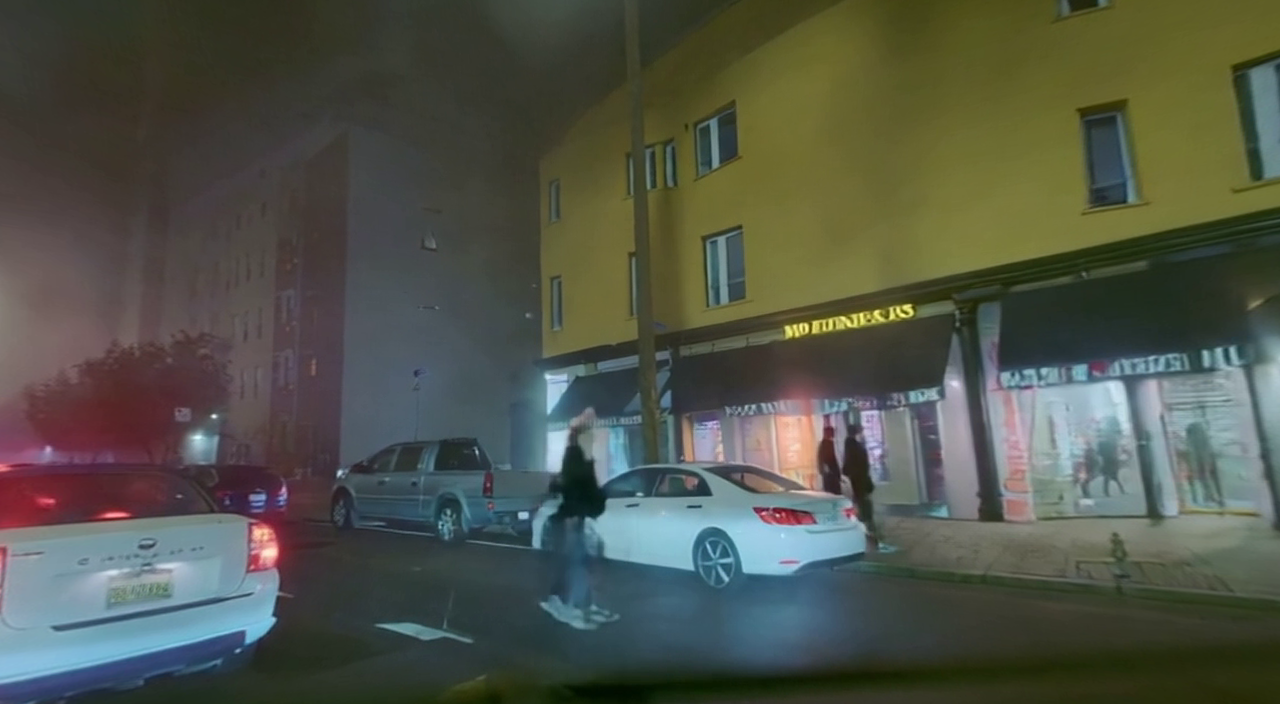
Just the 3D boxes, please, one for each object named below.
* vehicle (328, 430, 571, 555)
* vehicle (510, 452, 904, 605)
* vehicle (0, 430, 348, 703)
[{"bbox_3d":[-3.612,2.424,11.653,4.580,1.853,1.862,-7,-11,36],"label":"vehicle"},{"bbox_3d":[0.668,2.064,8.338,4.830,1.421,1.826,-6,-10,35],"label":"vehicle"},{"bbox_3d":[-4.033,1.320,4.372,4.330,1.458,1.932,-7,-11,40],"label":"vehicle"}]
